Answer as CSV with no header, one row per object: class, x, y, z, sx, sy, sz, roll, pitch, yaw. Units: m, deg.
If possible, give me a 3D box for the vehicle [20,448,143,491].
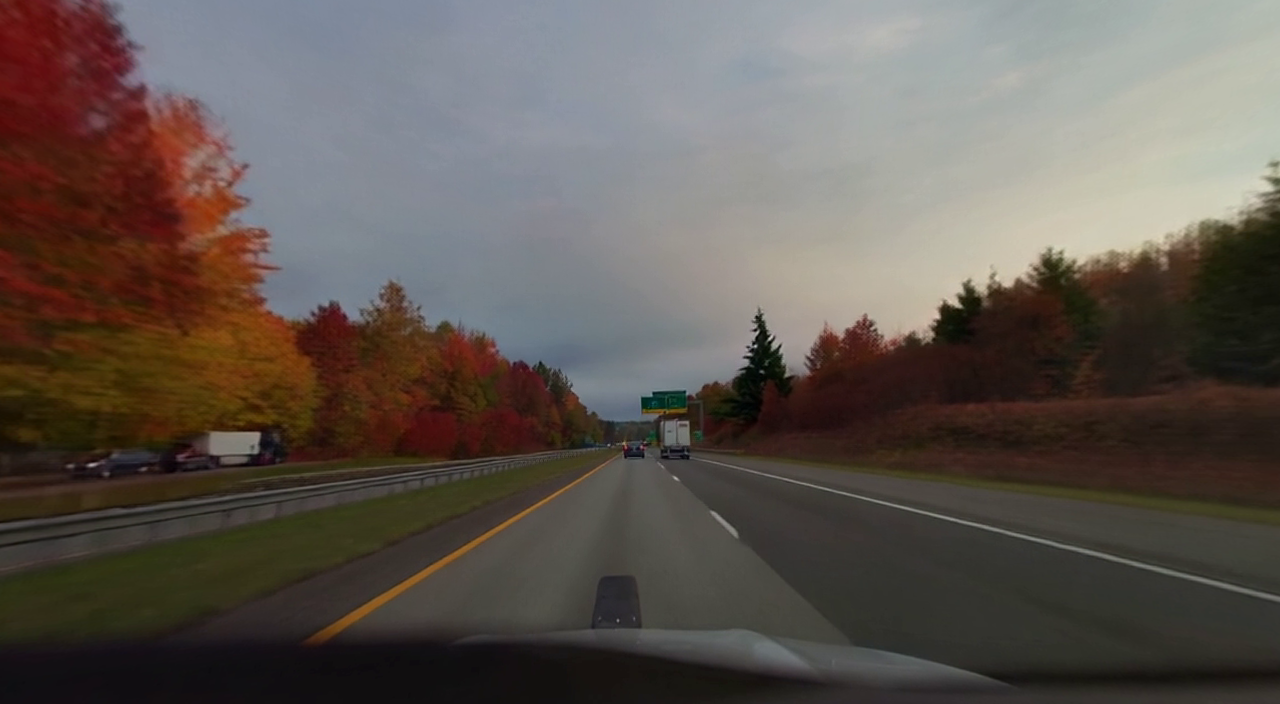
vehicle,-36.981,7.734,41.881,2.712,2.519,6.927,1,-9,-10
